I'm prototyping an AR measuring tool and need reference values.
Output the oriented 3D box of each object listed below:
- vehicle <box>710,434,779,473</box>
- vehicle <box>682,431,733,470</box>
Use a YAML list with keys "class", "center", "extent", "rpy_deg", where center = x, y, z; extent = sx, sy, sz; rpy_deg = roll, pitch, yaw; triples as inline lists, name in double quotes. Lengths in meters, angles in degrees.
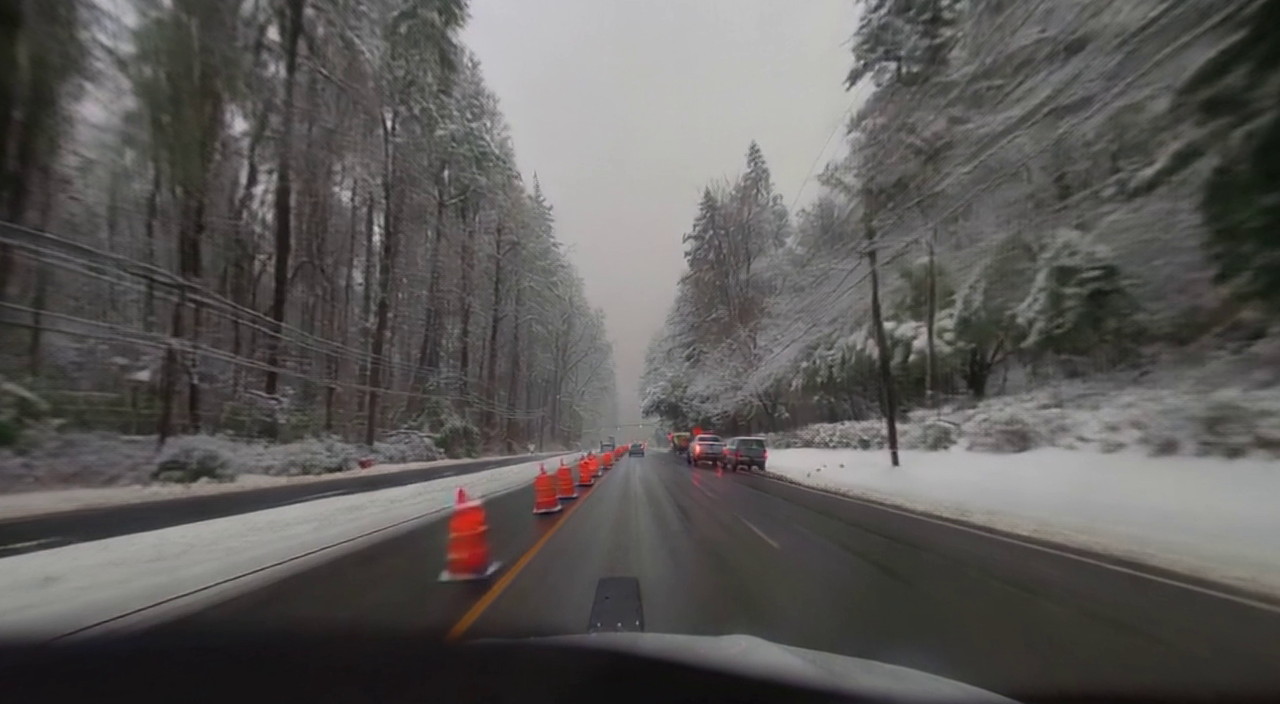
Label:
- class: "vehicle"
  center: [5.685, 5.674, 35.522]
  extent: [2.294, 1.949, 6.246]
  rpy_deg: [1, -8, -5]
- class: "vehicle"
  center: [4.542, 6.856, 43.534]
  extent: [2.694, 2.177, 6.177]
  rpy_deg: [0, -13, -1]
